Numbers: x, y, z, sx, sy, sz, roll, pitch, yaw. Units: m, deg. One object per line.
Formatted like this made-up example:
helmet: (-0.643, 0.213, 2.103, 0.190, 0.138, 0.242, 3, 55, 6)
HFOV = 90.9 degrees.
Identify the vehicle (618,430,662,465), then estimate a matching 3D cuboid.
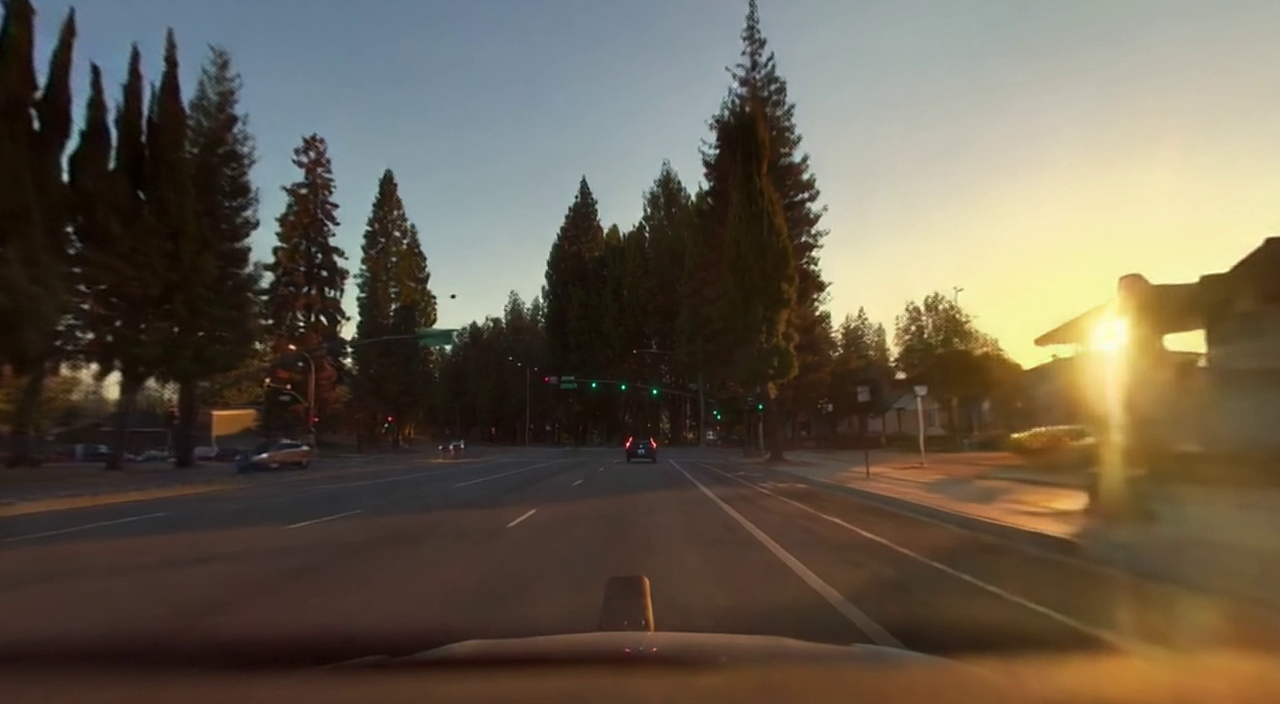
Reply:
vehicle: (0.000, 5.052, 33.415, 2.169, 1.751, 4.276, 0, -8, 0)

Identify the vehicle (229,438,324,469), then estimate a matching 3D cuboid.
vehicle: (-18.021, 5.041, 31.566, 1.986, 1.438, 4.620, 0, -8, 0)
